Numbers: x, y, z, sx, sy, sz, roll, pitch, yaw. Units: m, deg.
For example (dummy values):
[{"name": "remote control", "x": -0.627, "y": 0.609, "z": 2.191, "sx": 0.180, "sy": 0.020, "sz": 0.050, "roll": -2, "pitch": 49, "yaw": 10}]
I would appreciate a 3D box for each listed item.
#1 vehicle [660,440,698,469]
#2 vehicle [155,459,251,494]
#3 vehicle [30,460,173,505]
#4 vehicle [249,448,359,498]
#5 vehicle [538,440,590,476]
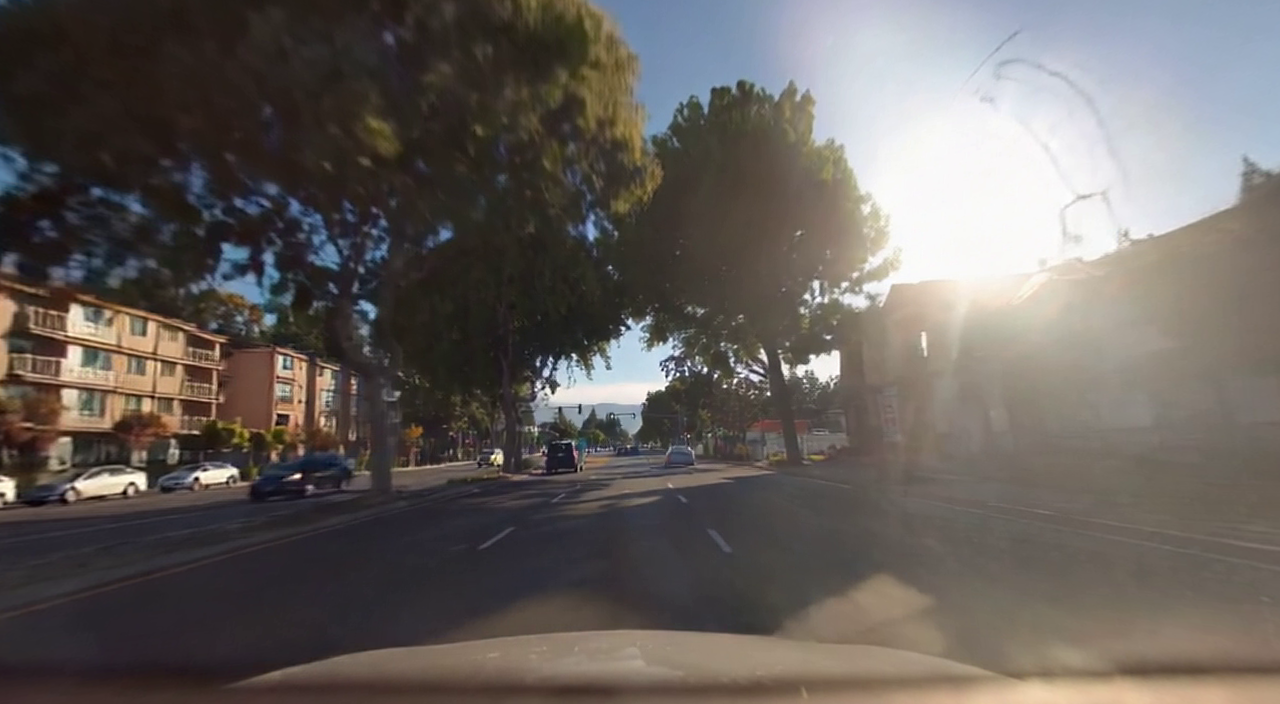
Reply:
[{"name": "vehicle", "x": 2.417, "y": 6.507, "z": 40.313, "sx": 2.018, "sy": 1.719, "sz": 4.369, "roll": 0, "pitch": -9, "yaw": -1}, {"name": "vehicle", "x": -22.800, "y": 6.468, "z": 33.208, "sx": 1.918, "sy": 1.586, "sz": 4.366, "roll": 0, "pitch": -9, "yaw": 0}, {"name": "vehicle", "x": -22.864, "y": 5.524, "z": 27.142, "sx": 1.938, "sy": 1.613, "sz": 4.830, "roll": 0, "pitch": -9, "yaw": -1}, {"name": "vehicle", "x": -11.681, "y": 4.182, "z": 22.248, "sx": 1.838, "sy": 1.588, "sz": 3.658, "roll": 0, "pitch": -9, "yaw": 0}, {"name": "vehicle", "x": -3.786, "y": 5.373, "z": 32.250, "sx": 2.083, "sy": 1.685, "sz": 4.069, "roll": -1, "pitch": -9, "yaw": 1}]
